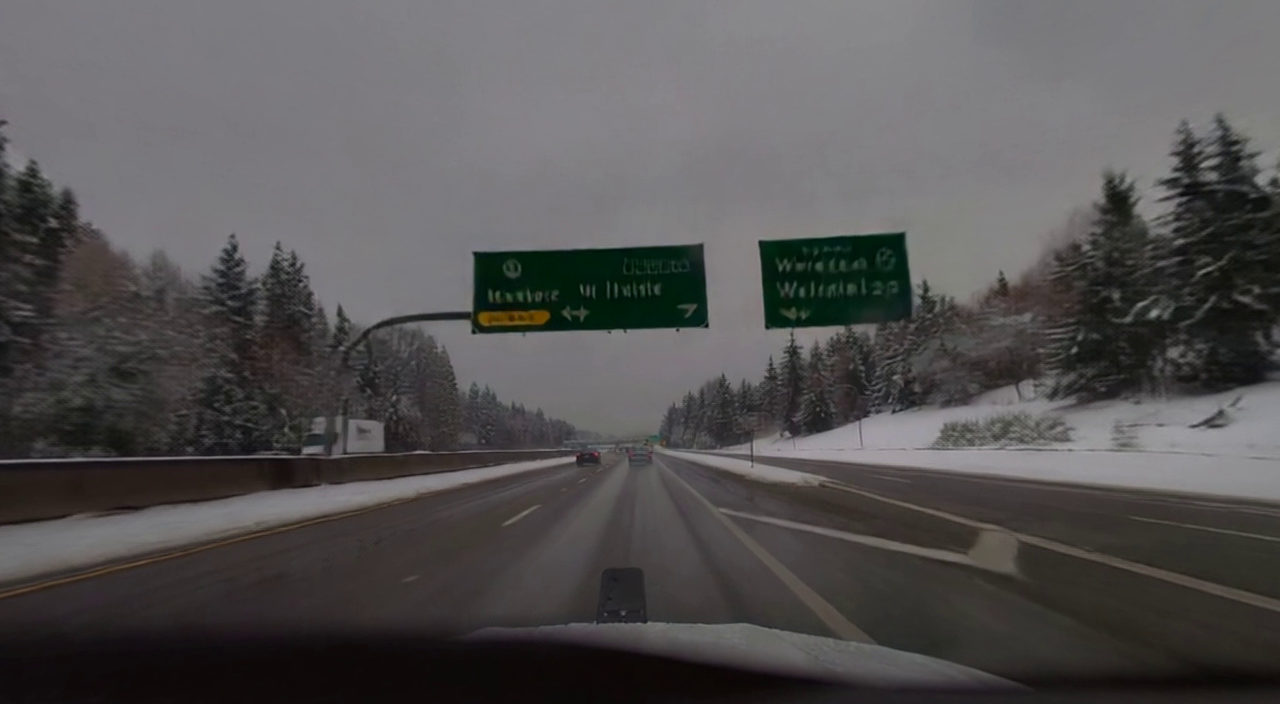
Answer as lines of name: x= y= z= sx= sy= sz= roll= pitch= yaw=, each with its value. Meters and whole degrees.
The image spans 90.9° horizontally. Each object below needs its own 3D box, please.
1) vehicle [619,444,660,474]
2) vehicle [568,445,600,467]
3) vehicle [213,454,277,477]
vehicle: x=-0.043 y=5.473 z=32.369 sx=2.002 sy=1.449 sz=3.612 roll=0 pitch=-9 yaw=-1
vehicle: x=-3.988 y=7.486 z=45.547 sx=1.877 sy=1.504 sz=3.799 roll=0 pitch=-9 yaw=1
vehicle: x=-27.845 y=7.981 z=44.578 sx=1.904 sy=1.509 sz=4.165 roll=0 pitch=-9 yaw=-2
